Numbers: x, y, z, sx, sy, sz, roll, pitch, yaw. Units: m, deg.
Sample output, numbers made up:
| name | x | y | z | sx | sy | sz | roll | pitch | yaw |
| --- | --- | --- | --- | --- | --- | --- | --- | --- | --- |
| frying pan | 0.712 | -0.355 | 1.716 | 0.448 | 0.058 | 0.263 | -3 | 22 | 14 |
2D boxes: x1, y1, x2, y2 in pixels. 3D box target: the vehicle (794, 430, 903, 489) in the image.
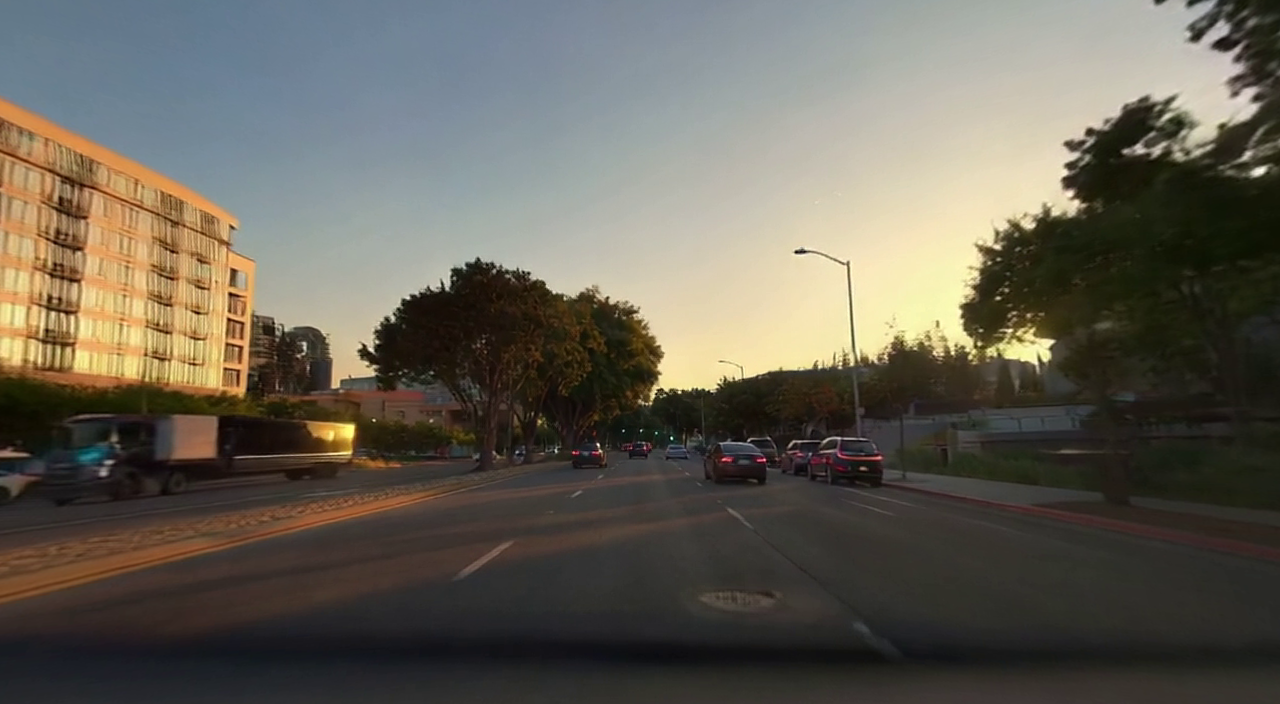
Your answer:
| name | x | y | z | sx | sy | sz | roll | pitch | yaw |
| --- | --- | --- | --- | --- | --- | --- | --- | --- | --- |
| vehicle | 6.906 | 3.601 | 21.488 | 2.023 | 1.758 | 4.795 | 0 | -8 | -1 |

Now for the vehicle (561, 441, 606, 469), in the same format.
| name | x | y | z | sx | sy | sz | roll | pitch | yaw |
| --- | --- | --- | --- | --- | --- | --- | --- | --- | --- |
| vehicle | -3.134 | 5.793 | 35.656 | 2.082 | 1.467 | 4.379 | 0 | -8 | 1 |

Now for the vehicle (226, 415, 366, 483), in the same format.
| name | x | y | z | sx | sy | sz | roll | pitch | yaw |
| --- | --- | --- | --- | --- | --- | --- | --- | --- | --- |
| vehicle | -19.031 | 5.479 | 35.829 | 2.780 | 3.339 | 8.934 | 0 | -8 | 1 |

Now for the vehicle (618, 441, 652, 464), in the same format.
| name | x | y | z | sx | sy | sz | roll | pitch | yaw |
| --- | --- | --- | --- | --- | --- | --- | --- | --- | --- |
| vehicle | -0.300 | 6.656 | 41.892 | 2.101 | 1.480 | 3.929 | 0 | -8 | 0 |

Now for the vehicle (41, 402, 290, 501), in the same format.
| name | x | y | z | sx | sy | sz | roll | pitch | yaw |
| --- | --- | --- | --- | --- | --- | --- | --- | --- | --- |
| vehicle | -19.112 | 4.139 | 26.683 | 2.995 | 3.396 | 9.534 | 0 | -8 | 1 |

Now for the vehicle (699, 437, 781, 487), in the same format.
| name | x | y | z | sx | sy | sz | roll | pitch | yaw |
| --- | --- | --- | --- | --- | --- | --- | --- | --- | --- |
| vehicle | 3.235 | 3.672 | 21.377 | 1.990 | 1.486 | 4.431 | 0 | -8 | -1 |
